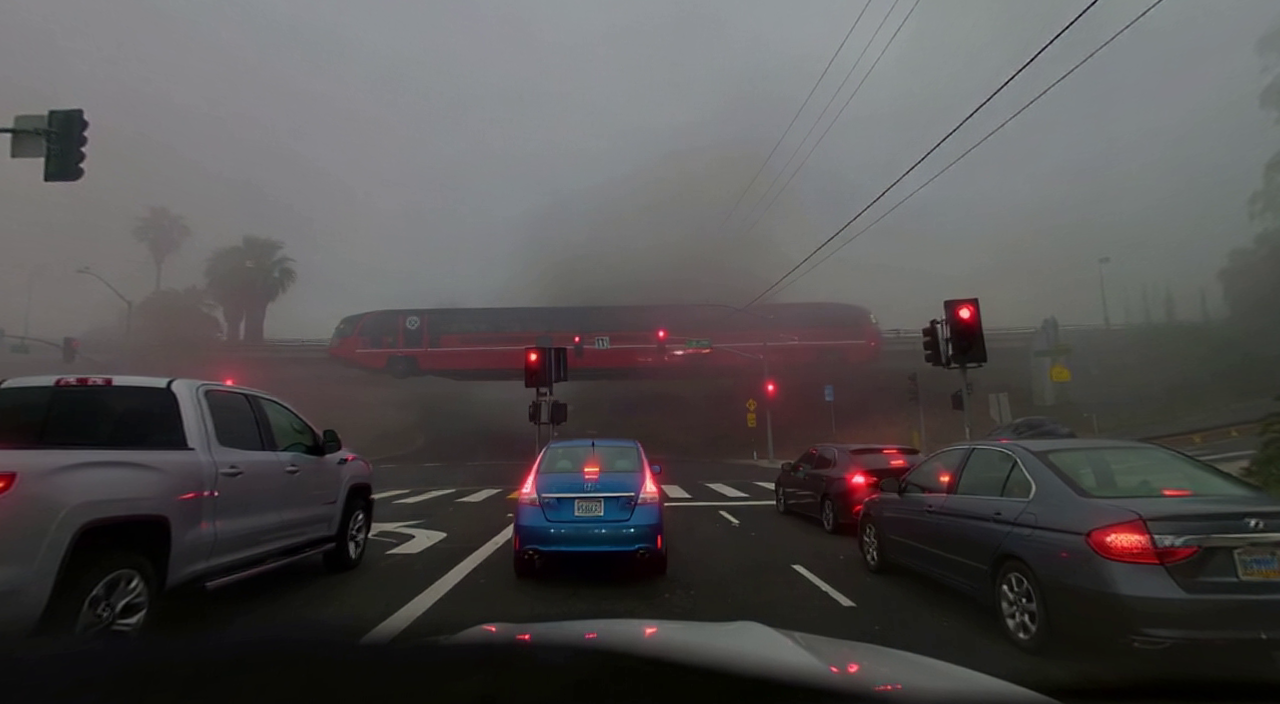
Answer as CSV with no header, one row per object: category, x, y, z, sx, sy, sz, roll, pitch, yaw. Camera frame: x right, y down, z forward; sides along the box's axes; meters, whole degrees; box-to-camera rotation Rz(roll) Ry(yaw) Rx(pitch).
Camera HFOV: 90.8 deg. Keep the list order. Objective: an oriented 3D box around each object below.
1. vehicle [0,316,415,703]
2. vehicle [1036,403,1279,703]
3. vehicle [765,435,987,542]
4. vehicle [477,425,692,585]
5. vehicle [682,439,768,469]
vehicle,-3.823,1.141,5.098,2.078,1.838,5.448,0,-9,-1
vehicle,3.890,0.890,2.195,2.052,1.496,4.541,0,-9,0
vehicle,3.700,2.211,10.967,1.965,1.448,4.486,0,-9,-2
vehicle,-0.632,1.758,8.114,2.035,1.491,4.090,0,-9,-3
vehicle,4.213,5.137,31.976,1.878,1.428,4.416,5,-10,-32
